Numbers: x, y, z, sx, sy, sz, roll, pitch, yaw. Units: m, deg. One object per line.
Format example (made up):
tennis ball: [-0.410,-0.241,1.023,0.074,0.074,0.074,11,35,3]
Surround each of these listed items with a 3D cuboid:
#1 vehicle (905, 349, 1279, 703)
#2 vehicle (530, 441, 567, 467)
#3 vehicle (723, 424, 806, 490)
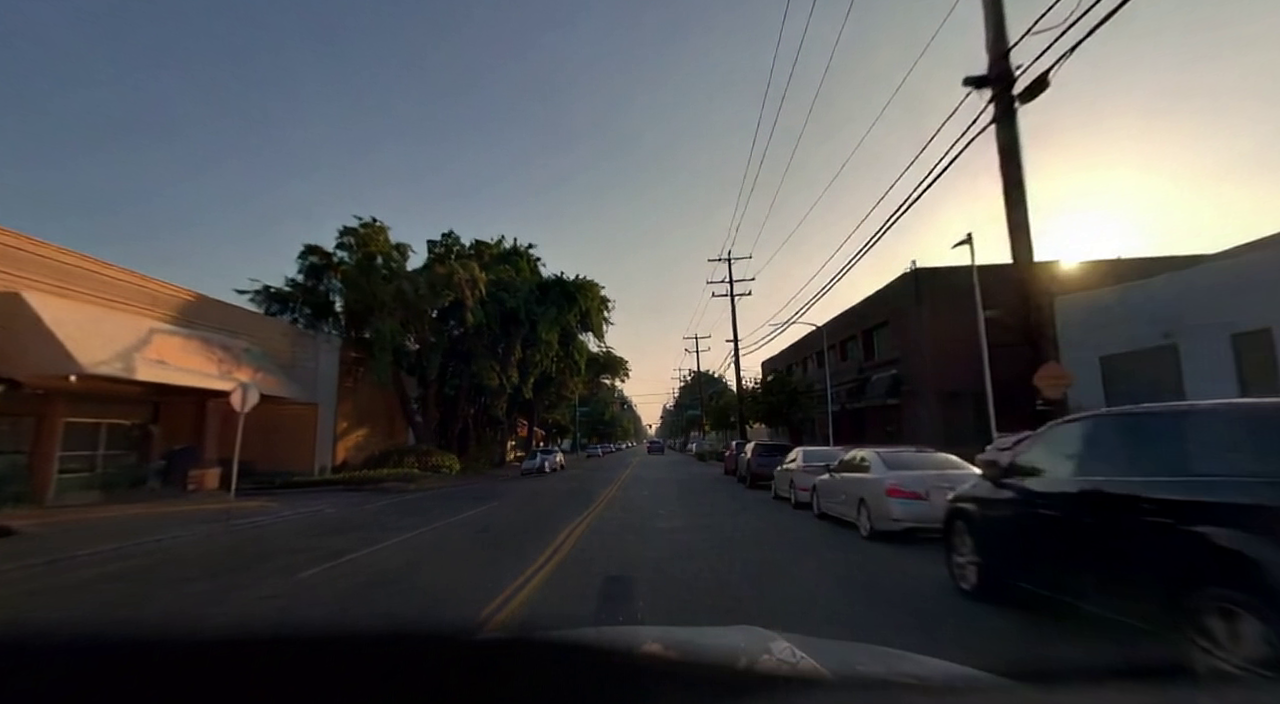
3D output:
vehicle: [3.917,1.152,4.387,1.952,1.849,4.837,1,-9,-1]
vehicle: [-6.967,7.785,48.387,2.131,1.793,4.384,-2,-8,0]
vehicle: [4.358,3.774,22.924,2.026,2.106,4.753,1,-9,0]
